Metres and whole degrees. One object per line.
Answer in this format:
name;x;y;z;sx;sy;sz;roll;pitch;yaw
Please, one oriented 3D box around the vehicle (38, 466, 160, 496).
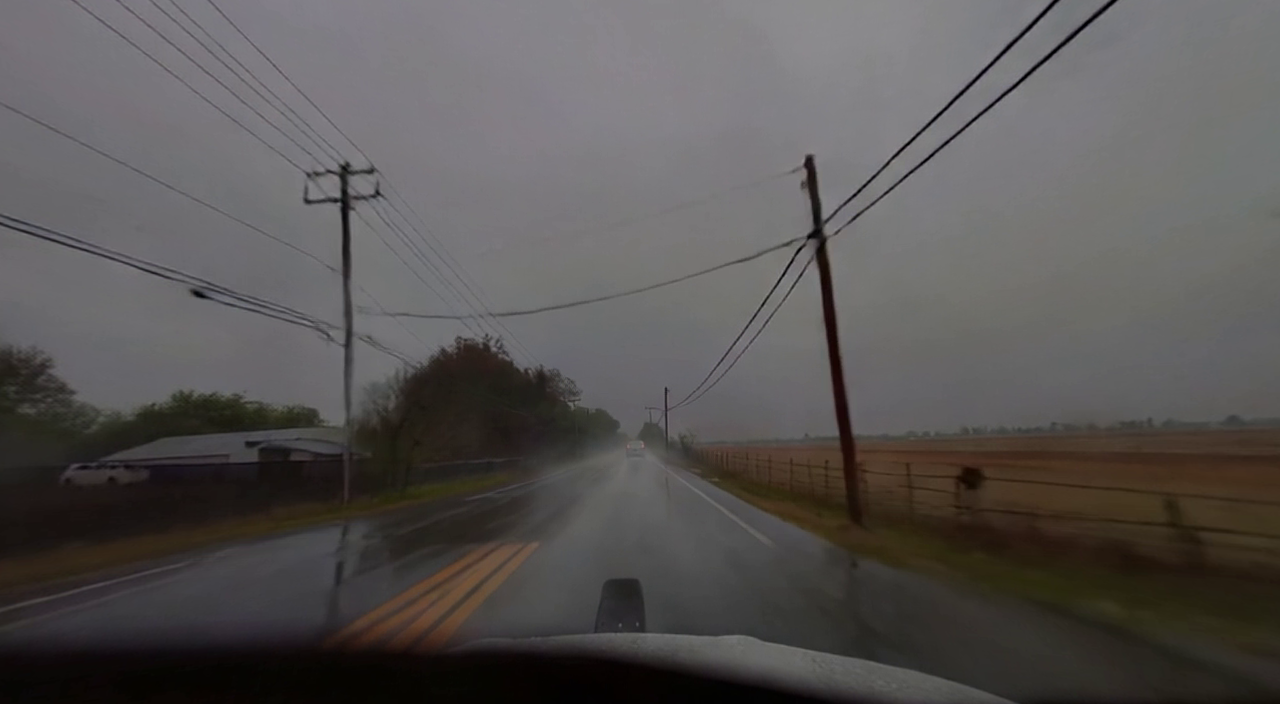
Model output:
vehicle;-36.902;8.800;43.248;5.978;1.864;2.185;1;-8;-7
